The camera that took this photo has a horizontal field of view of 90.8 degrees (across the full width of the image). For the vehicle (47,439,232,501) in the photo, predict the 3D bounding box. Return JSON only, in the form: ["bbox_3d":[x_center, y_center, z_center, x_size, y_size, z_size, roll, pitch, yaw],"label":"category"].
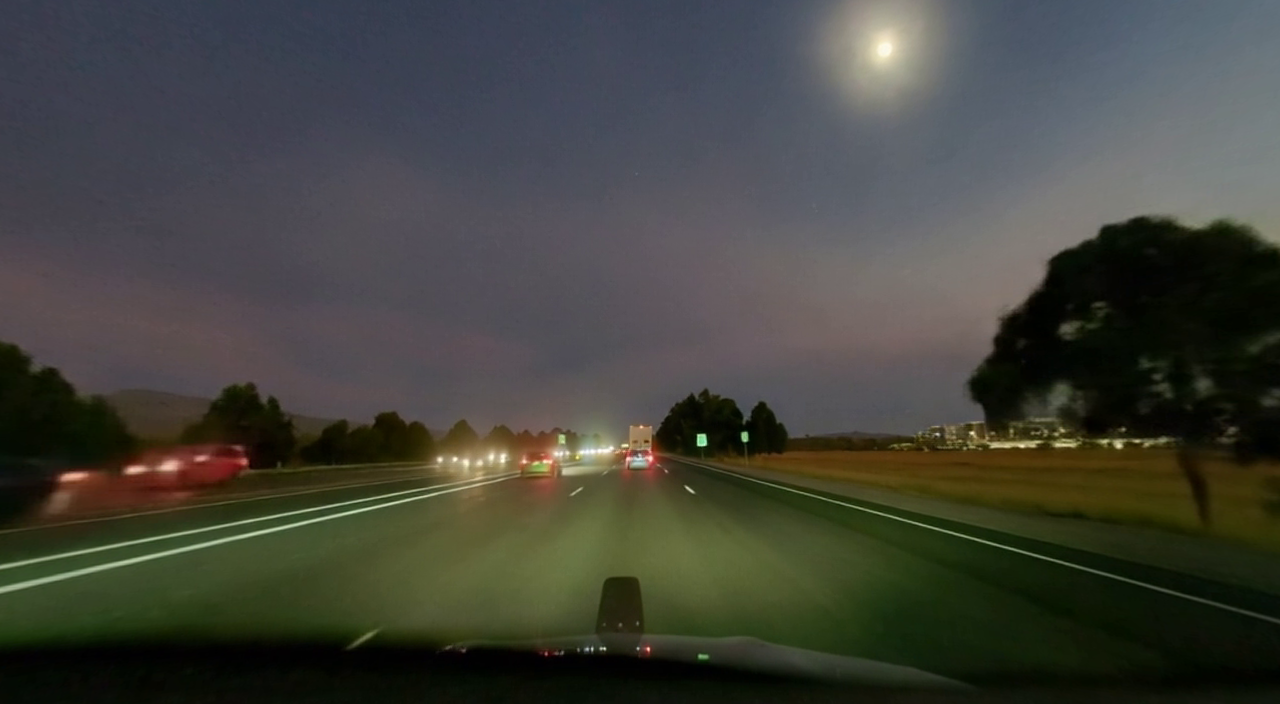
[{"bbox_3d":[-17.007,4.017,21.917,2.376,1.864,4.898,0,-9,0],"label":"vehicle"}]

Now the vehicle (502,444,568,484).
[{"bbox_3d":[-4.398,4.767,27.045,2.172,1.548,3.953,0,-9,0],"label":"vehicle"}]

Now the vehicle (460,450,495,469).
[{"bbox_3d":[-12.503,8.309,48.692,1.743,1.405,3.476,0,-9,0],"label":"vehicle"}]

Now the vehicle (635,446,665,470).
[{"bbox_3d":[0.663,7.445,44.391,1.992,1.593,3.937,0,-9,-1],"label":"vehicle"}]
